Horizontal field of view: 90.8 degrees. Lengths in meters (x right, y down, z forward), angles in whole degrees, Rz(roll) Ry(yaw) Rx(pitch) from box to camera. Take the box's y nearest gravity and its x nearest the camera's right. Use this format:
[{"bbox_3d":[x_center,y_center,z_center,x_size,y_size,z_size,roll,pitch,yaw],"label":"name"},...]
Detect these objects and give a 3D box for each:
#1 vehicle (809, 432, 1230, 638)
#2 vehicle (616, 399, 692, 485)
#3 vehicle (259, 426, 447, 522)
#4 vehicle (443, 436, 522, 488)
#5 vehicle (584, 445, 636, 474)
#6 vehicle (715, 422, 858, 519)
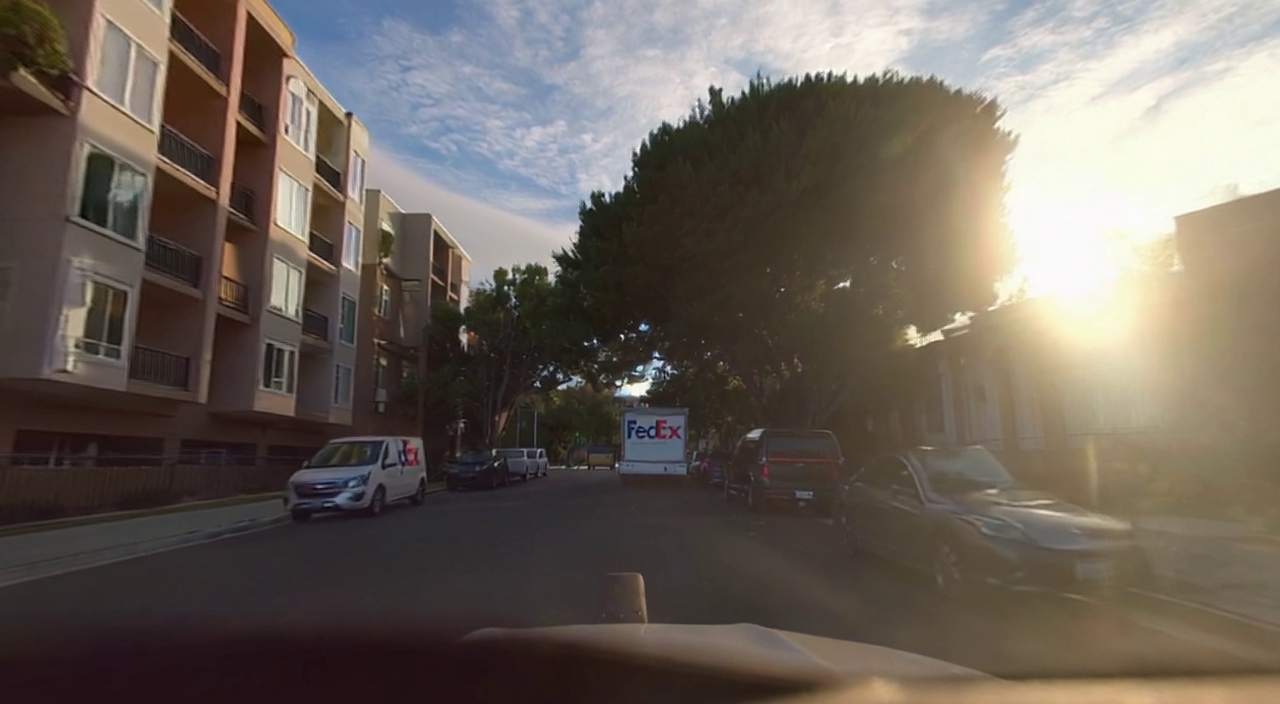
[{"bbox_3d":[3.400,1.682,6.930,1.877,1.500,4.407,0,-8,0],"label":"vehicle"},{"bbox_3d":[0.441,4.087,28.585,2.930,3.275,8.180,0,-8,-2],"label":"vehicle"},{"bbox_3d":[-5.971,2.584,13.882,2.089,1.757,4.256,0,-8,0],"label":"vehicle"},{"bbox_3d":[-6.079,4.297,25.063,2.020,1.867,4.654,0,-8,-1],"label":"vehicle"},{"bbox_3d":[-1.653,6.122,36.270,1.981,1.500,3.992,-2,-9,13],"label":"vehicle"},{"bbox_3d":[3.374,2.870,15.949,2.221,1.991,5.564,0,-8,-1],"label":"vehicle"}]
